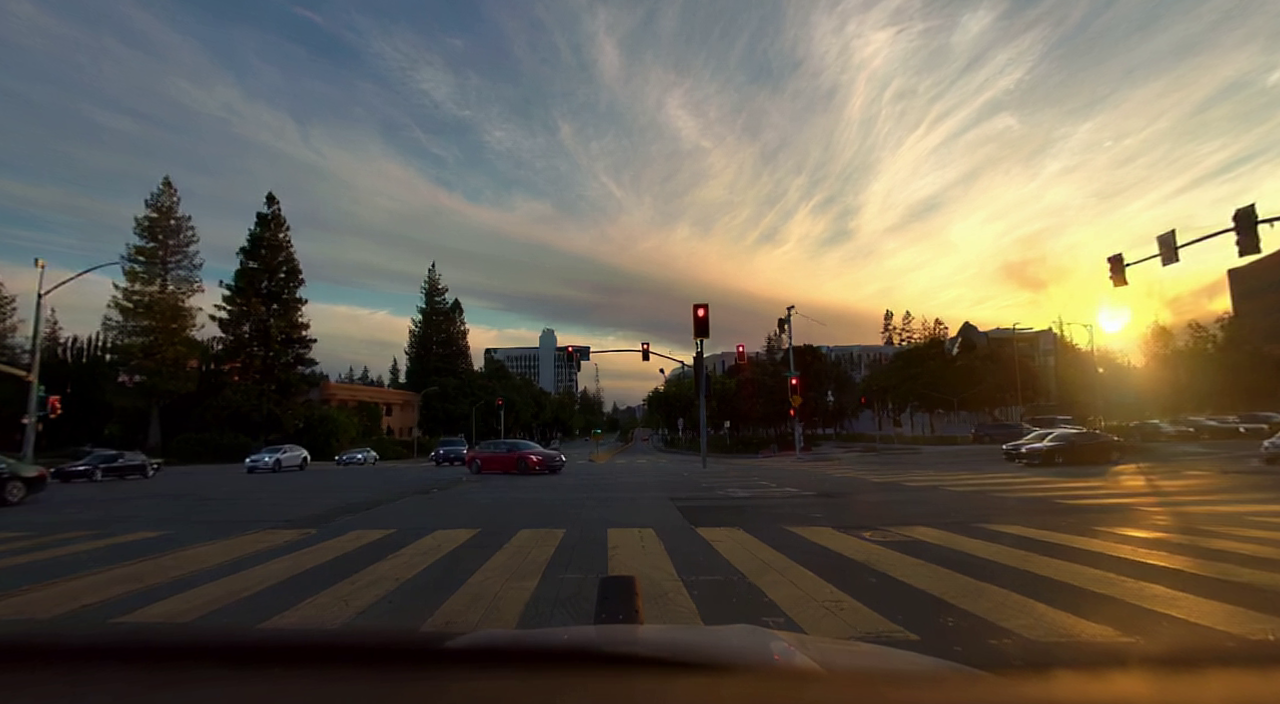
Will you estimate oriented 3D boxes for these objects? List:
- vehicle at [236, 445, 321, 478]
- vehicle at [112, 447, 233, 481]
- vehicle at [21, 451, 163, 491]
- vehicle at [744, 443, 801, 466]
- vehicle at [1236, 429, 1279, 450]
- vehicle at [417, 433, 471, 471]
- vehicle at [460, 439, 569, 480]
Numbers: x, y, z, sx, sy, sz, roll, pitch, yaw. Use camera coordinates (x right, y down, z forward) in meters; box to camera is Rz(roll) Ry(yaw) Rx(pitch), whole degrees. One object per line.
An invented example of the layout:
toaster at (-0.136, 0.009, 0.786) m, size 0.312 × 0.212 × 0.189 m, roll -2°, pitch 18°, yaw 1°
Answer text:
vehicle at (-19.578, 5.928, 34.499) m, size 1.924 × 1.656 × 4.593 m, roll 0°, pitch -9°, yaw 0°
vehicle at (-27.242, 6.528, 37.115) m, size 2.901 × 1.827 × 5.034 m, roll -1°, pitch -9°, yaw 6°
vehicle at (-22.974, 4.969, 26.793) m, size 1.827 × 1.461 × 4.673 m, roll 0°, pitch -9°, yaw 0°
vehicle at (8.822, 6.834, 42.398) m, size 2.133 × 1.437 × 4.420 m, roll 2°, pitch -9°, yaw -11°
vehicle at (45.683, 6.271, 45.243) m, size 1.786 × 1.412 × 4.330 m, roll 0°, pitch -9°, yaw 0°
vehicle at (-10.716, 5.418, 34.293) m, size 2.017 × 1.877 × 4.767 m, roll 4°, pitch -10°, yaw -25°
vehicle at (-5.130, 4.312, 25.562) m, size 2.135 × 1.467 × 4.532 m, roll 8°, pitch -12°, yaw -44°
